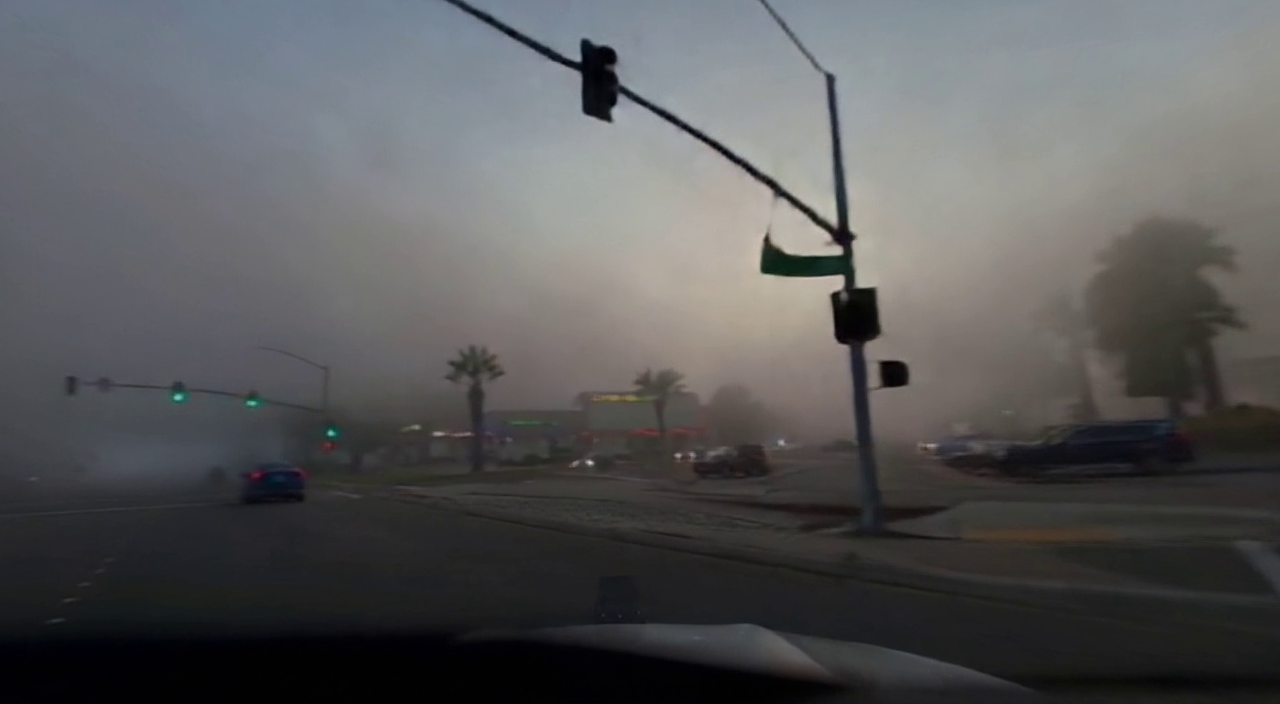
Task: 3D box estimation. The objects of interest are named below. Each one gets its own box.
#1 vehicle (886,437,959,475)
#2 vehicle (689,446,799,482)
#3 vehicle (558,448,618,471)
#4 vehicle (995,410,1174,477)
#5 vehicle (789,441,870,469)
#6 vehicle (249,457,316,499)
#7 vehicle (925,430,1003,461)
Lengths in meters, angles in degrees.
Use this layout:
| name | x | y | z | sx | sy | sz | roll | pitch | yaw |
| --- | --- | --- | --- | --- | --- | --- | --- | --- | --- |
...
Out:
| name | x | y | z | sx | sy | sz | roll | pitch | yaw |
| --- | --- | --- | --- | --- | --- | --- | --- | --- | --- |
| vehicle | 17.112 | 6.243 | 38.215 | 4.377 | 1.433 | 1.867 | -2 | 3 | -32 |
| vehicle | 4.494 | 4.750 | 27.157 | 4.355 | 1.398 | 2.085 | 5 | -10 | -33 |
| vehicle | -3.734 | 7.493 | 44.465 | 2.046 | 1.481 | 4.936 | 5 | -10 | -34 |
| vehicle | 11.342 | 2.442 | 16.439 | 1.893 | 1.489 | 3.430 | 3 | -11 | -7 |
| vehicle | 10.514 | 5.660 | 35.024 | 4.199 | 1.459 | 1.997 | 5 | -10 | -33 |
| vehicle | -15.827 | 5.481 | 27.891 | 1.969 | 1.555 | 4.431 | 6 | -10 | -36 |
| vehicle | 18.606 | 5.375 | 36.252 | 4.178 | 1.533 | 1.992 | 8 | -11 | -29 |
